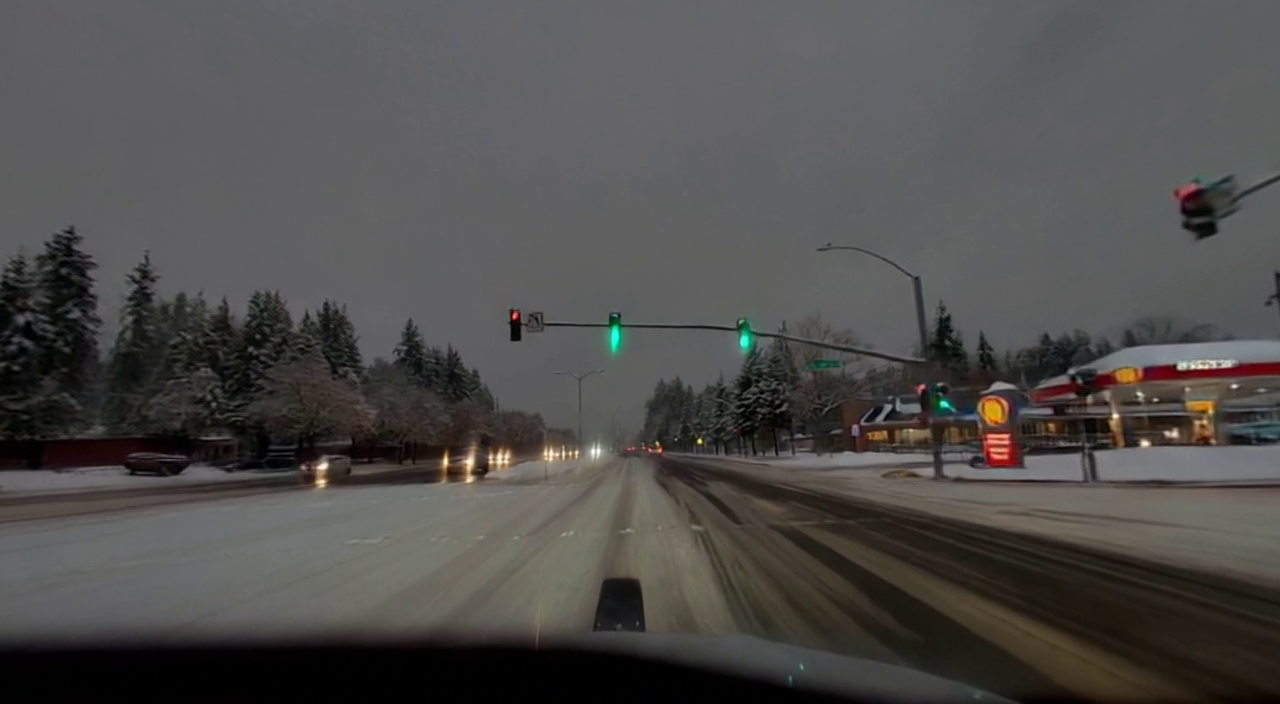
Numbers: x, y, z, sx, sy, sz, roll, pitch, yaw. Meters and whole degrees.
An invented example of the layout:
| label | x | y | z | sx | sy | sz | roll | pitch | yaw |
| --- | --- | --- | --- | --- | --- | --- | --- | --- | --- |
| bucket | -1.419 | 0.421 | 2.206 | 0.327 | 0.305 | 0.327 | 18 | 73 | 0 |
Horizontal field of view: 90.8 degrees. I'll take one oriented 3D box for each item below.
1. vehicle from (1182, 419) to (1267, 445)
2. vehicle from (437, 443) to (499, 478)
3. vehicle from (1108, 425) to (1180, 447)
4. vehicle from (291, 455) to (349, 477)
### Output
| label | x | y | z | sx | sy | sz | roll | pitch | yaw |
| --- | --- | --- | --- | --- | --- | --- | --- | --- | --- |
| vehicle | 45.116 | 6.254 | 48.884 | 1.932 | 1.875 | 4.769 | 0 | -9 | 0 |
| vehicle | -8.541 | 5.442 | 31.752 | 1.913 | 1.478 | 4.312 | -4 | -10 | 0 |
| vehicle | 39.666 | 6.668 | 49.840 | 1.929 | 1.589 | 4.430 | 0 | -9 | -2 |
| vehicle | -24.894 | 8.872 | 49.350 | 1.866 | 1.486 | 4.661 | -1 | -9 | 3 |
